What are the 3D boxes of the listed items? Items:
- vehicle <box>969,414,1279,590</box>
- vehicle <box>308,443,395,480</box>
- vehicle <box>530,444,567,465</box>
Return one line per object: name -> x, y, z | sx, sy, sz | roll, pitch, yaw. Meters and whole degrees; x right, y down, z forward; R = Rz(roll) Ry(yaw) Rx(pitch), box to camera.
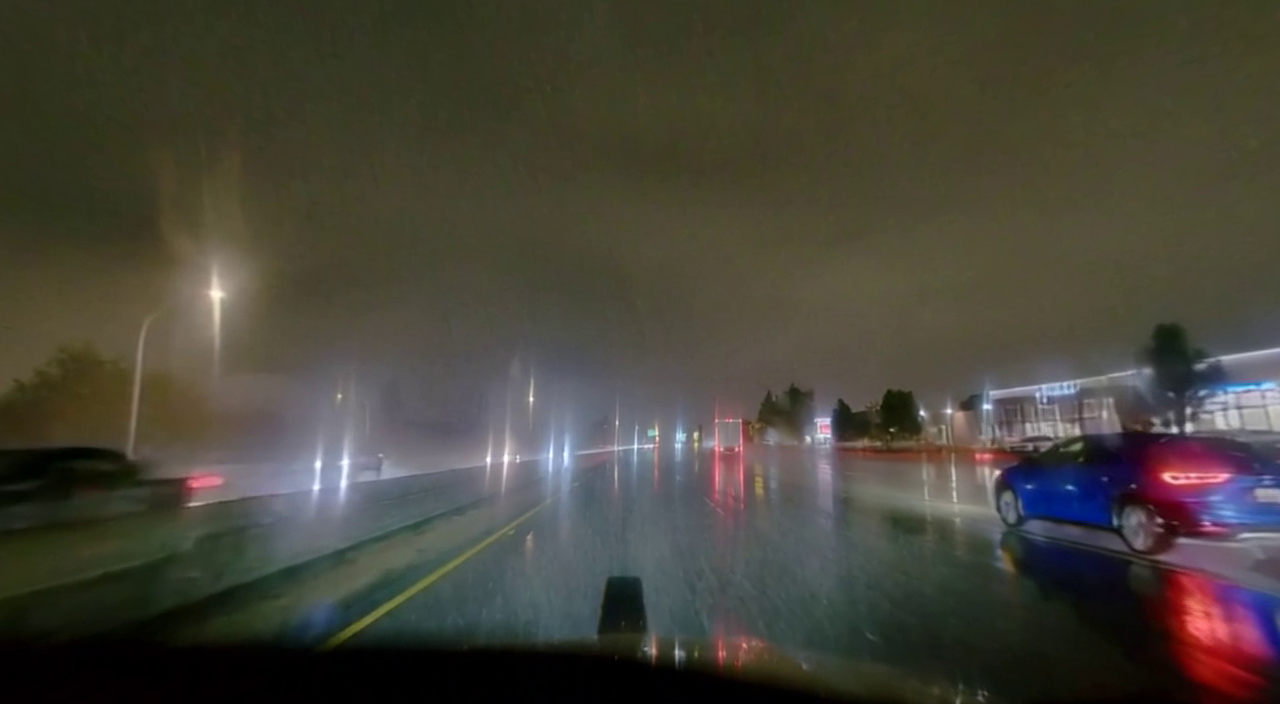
vehicle -> 6.573, 1.670, 7.884 | 2.079, 1.518, 5.032 | 0, -8, -1
vehicle -> -14.649, 5.562, 32.218 | 2.137, 1.729, 4.767 | 0, -8, 1
vehicle -> -7.020, 7.919, 48.616 | 2.071, 1.503, 4.636 | 0, -9, 2
